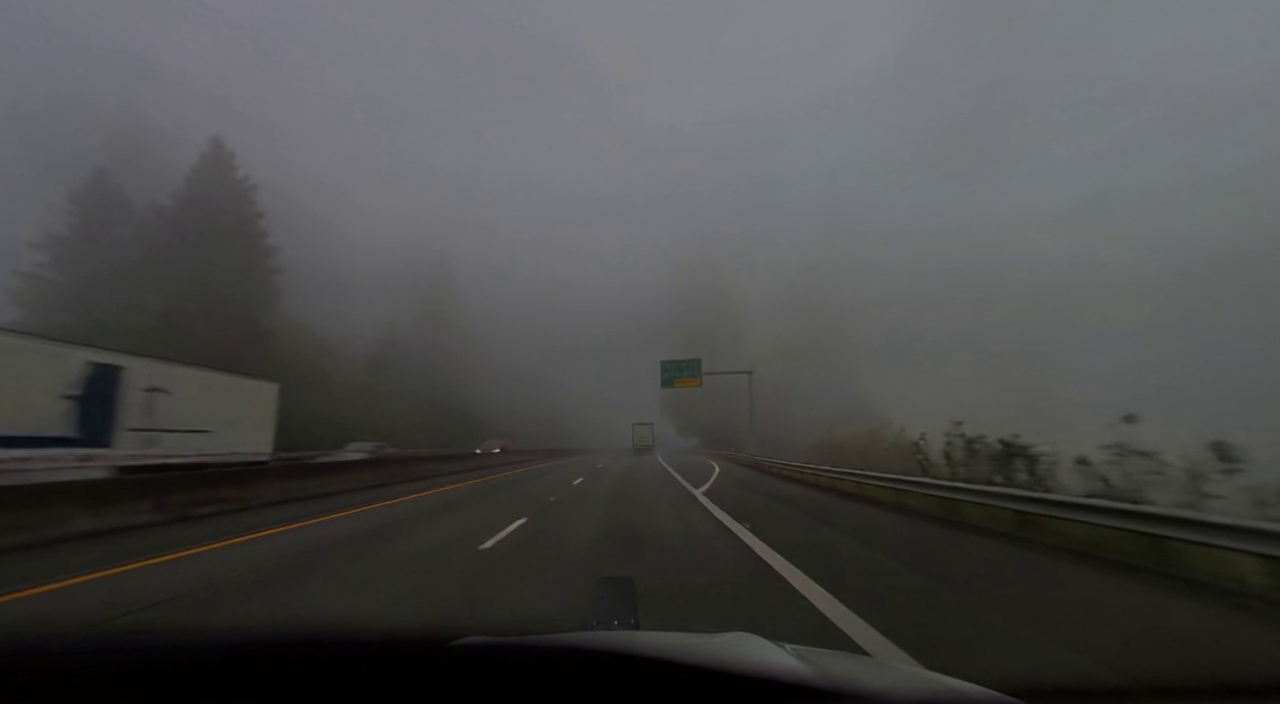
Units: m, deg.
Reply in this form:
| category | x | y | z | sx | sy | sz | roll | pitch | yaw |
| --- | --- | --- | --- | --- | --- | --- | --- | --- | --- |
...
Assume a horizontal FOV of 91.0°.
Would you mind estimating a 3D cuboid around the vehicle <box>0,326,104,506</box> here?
| category | x | y | z | sx | sy | sz | roll | pitch | yaw |
| --- | --- | --- | --- | --- | --- | --- | --- | --- | --- |
| vehicle | -15.318 | 1.029 | 11.089 | 2.921 | 3.864 | 9.988 | 0 | -8 | 0 |

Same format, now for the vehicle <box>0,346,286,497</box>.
| category | x | y | z | sx | sy | sz | roll | pitch | yaw |
| --- | --- | --- | --- | --- | --- | --- | --- | --- | --- |
| vehicle | -15.380 | 2.365 | 20.574 | 2.832 | 3.910 | 8.114 | -1 | -8 | 0 |
